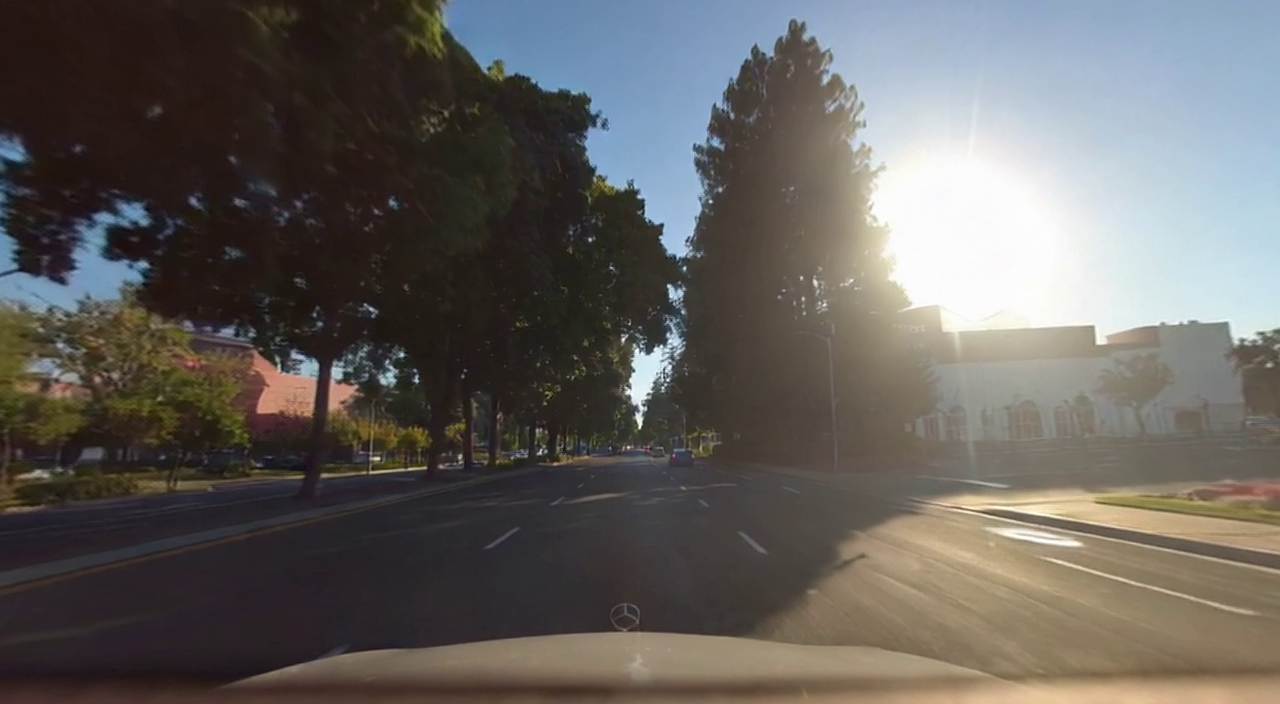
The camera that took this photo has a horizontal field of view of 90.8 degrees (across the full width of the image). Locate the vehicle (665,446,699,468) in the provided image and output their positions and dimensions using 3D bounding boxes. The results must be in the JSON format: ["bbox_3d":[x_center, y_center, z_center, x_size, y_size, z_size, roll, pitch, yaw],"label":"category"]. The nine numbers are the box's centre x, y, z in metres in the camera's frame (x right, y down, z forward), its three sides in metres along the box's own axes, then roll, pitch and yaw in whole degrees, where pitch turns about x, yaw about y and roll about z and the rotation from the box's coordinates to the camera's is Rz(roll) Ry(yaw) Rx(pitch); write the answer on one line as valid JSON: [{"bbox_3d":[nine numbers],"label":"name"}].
[{"bbox_3d":[3.060,7.714,46.522,2.033,1.482,4.571,1,-9,-2],"label":"vehicle"}]
